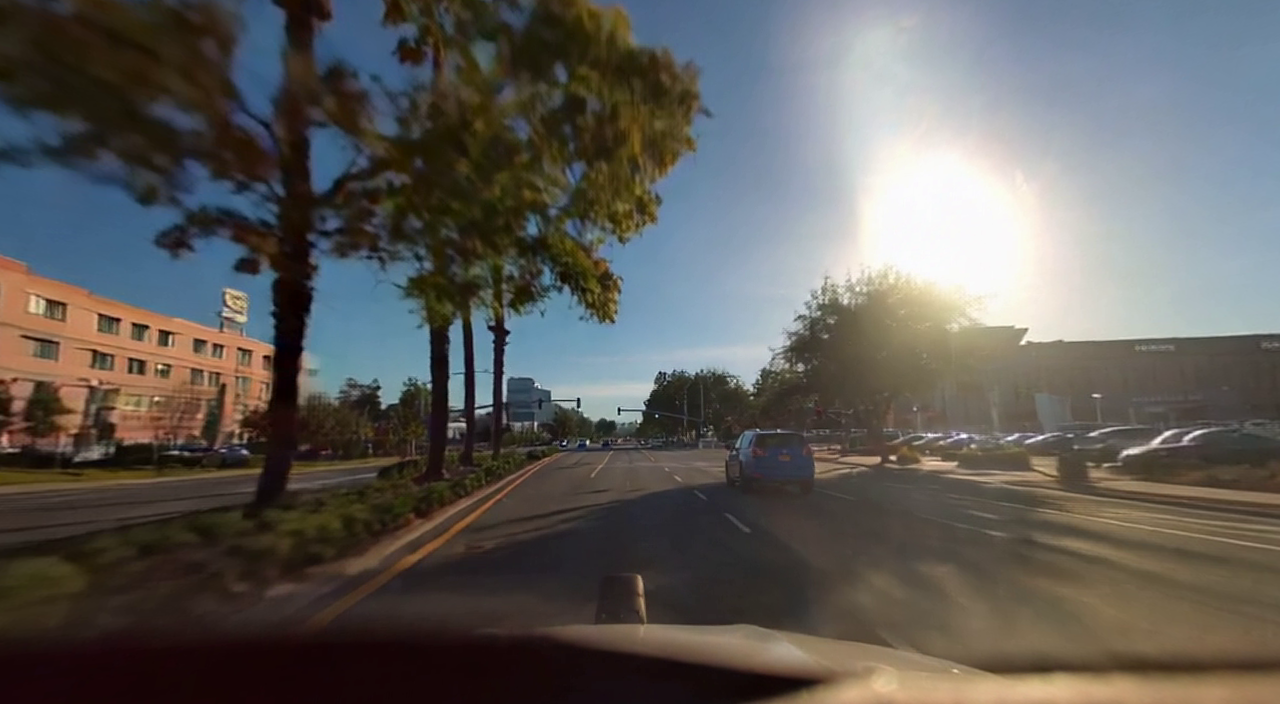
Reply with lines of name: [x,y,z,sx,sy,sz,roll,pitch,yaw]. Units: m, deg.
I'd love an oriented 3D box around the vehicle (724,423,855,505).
vehicle: [3.424,2.661,15.412,2.072,1.696,4.177,0,-8,-1]

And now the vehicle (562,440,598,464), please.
vehicle: [-3.866,6.497,41.267,2.019,1.483,4.409,0,-8,-1]
